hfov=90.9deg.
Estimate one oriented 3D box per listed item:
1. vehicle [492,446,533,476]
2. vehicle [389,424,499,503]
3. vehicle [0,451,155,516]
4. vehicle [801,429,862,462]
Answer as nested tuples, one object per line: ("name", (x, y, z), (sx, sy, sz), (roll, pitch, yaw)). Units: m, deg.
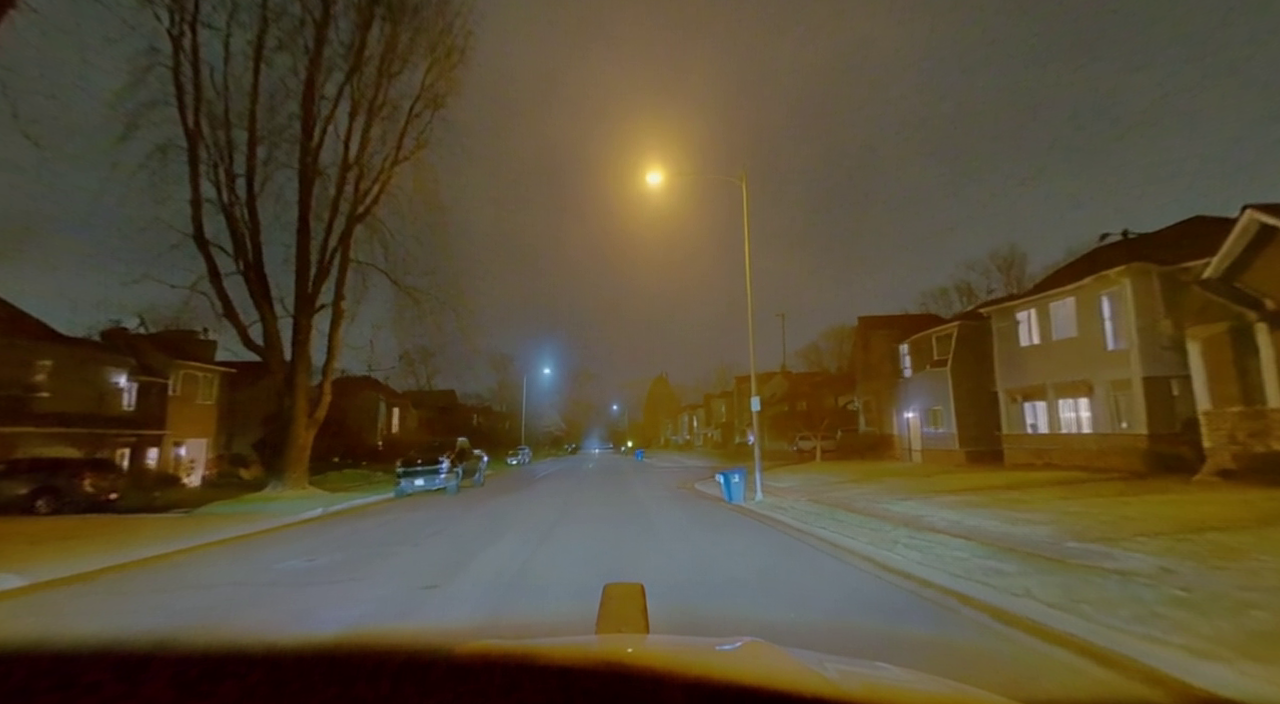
("vehicle", (-8.192, 6.990, 40.793), (1.945, 1.530, 4.430), (-4, -7, -5))
("vehicle", (-7.044, 3.971, 23.469), (2.223, 2.115, 5.707), (5, -4, -1))
("vehicle", (-15.617, 3.369, 16.182), (4.617, 1.491, 1.953), (-1, -10, -2))
("vehicle", (11.308, 5.536, 37.651), (1.936, 1.687, 4.714), (-4, -7, -2))
